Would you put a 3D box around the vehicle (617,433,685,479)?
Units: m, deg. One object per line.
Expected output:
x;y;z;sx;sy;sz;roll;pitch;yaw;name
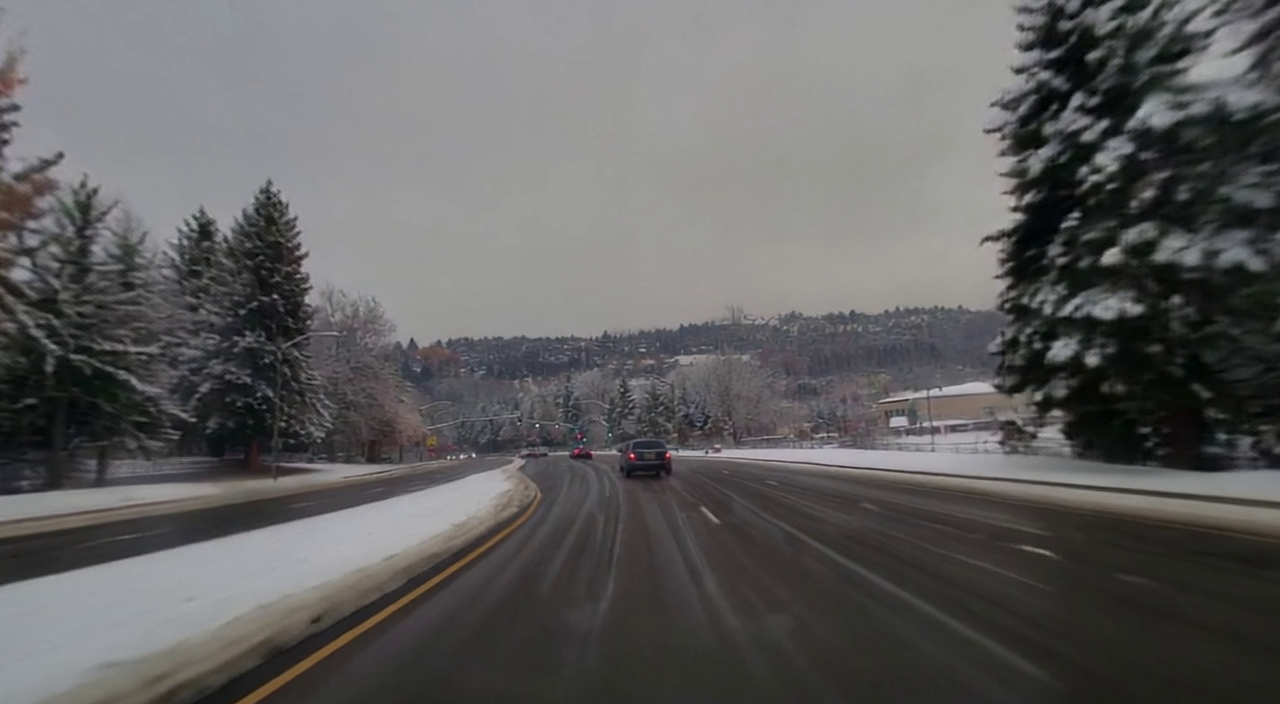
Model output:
0.359;4.376;26.730;2.253;1.756;4.313;1;-8;-7;vehicle
